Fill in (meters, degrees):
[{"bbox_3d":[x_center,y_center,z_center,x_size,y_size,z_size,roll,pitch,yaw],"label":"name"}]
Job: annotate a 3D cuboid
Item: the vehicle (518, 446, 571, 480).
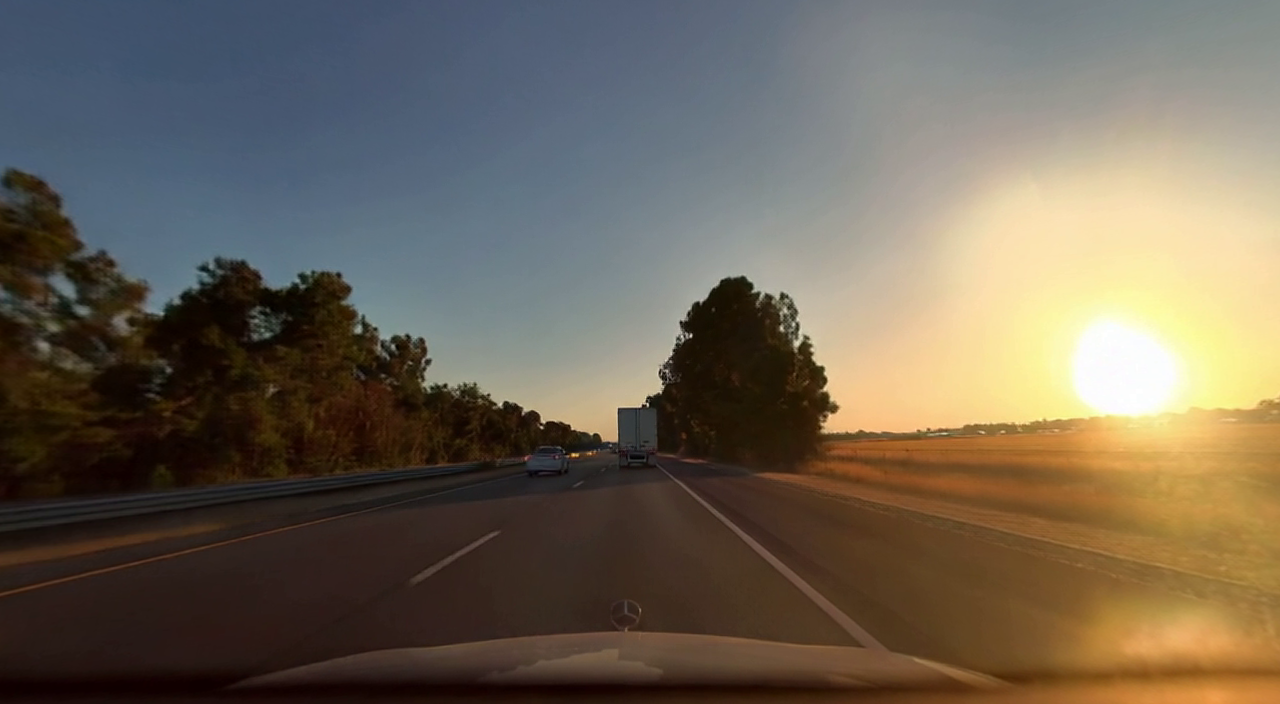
[{"bbox_3d":[-4.494,5.291,30.302,1.937,1.493,3.779,0,-9,0],"label":"vehicle"}]
